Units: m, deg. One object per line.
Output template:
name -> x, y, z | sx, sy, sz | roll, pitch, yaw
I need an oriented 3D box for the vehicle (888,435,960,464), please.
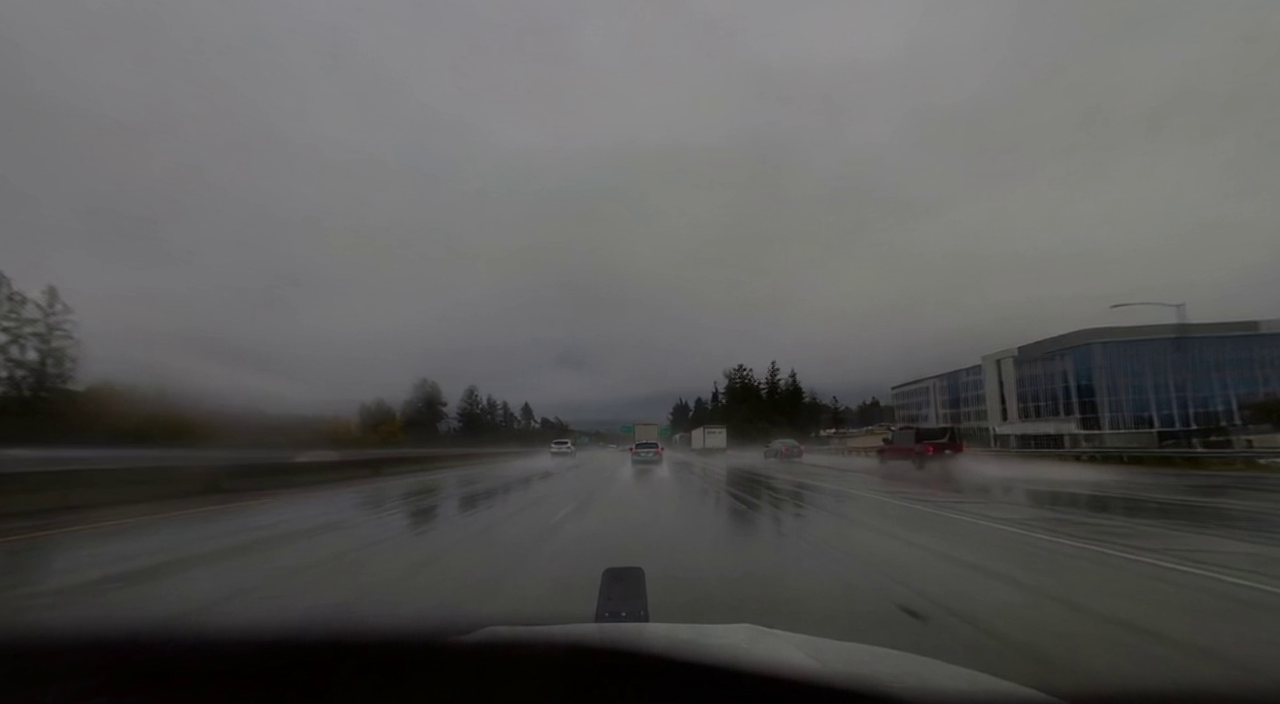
vehicle -> 20.602, 7.082, 46.061 | 2.304, 1.951, 5.719 | 0, -8, -4

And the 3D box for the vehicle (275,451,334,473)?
vehicle -> -25.007, 8.187, 47.198 | 1.828, 1.466, 4.519 | 0, -8, 1

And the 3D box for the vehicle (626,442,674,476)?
vehicle -> 0.401, 5.020, 29.853 | 2.112, 1.482, 4.082 | 0, -8, -1
